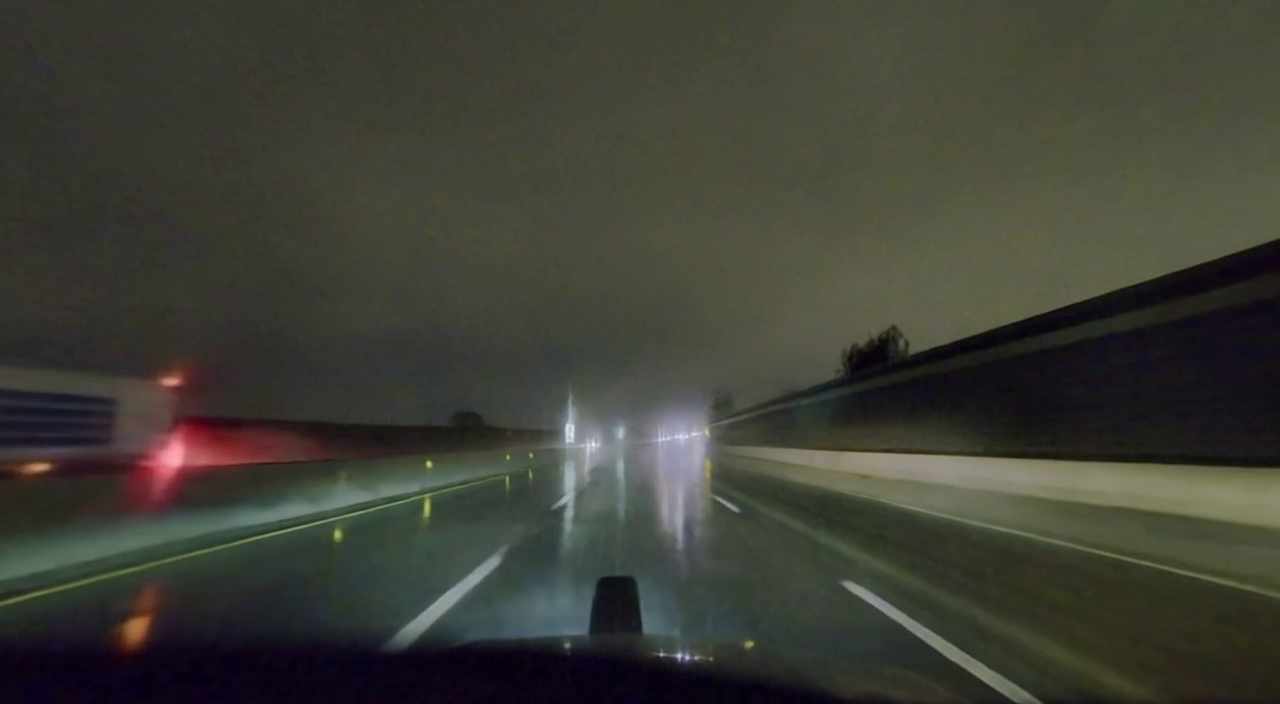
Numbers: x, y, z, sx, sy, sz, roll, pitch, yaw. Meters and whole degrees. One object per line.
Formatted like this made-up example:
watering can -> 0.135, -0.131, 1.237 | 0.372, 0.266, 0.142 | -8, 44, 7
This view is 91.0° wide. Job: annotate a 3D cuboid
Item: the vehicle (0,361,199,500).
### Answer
vehicle -> -20.510, 2.541, 20.034 | 2.876, 4.105, 13.996 | -1, -8, 0
